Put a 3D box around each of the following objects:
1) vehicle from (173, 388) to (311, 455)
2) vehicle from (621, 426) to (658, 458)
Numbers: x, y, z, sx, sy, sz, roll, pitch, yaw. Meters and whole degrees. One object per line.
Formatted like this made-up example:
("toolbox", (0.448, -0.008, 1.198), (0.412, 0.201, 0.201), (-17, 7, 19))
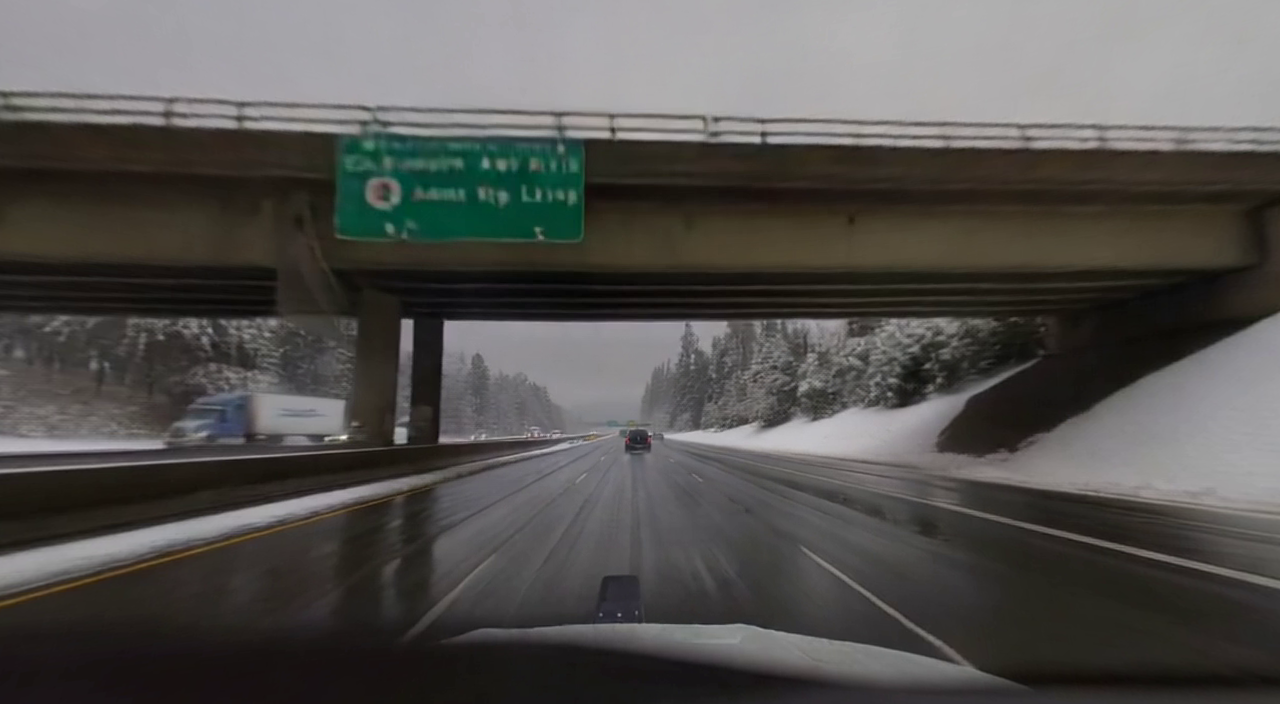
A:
("vehicle", (-26.812, 4.899, 43.323), (2.969, 4.034, 10.102), (0, -8, -1))
("vehicle", (-0.089, 5.768, 40.590), (2.277, 1.913, 4.510), (0, -8, -1))
